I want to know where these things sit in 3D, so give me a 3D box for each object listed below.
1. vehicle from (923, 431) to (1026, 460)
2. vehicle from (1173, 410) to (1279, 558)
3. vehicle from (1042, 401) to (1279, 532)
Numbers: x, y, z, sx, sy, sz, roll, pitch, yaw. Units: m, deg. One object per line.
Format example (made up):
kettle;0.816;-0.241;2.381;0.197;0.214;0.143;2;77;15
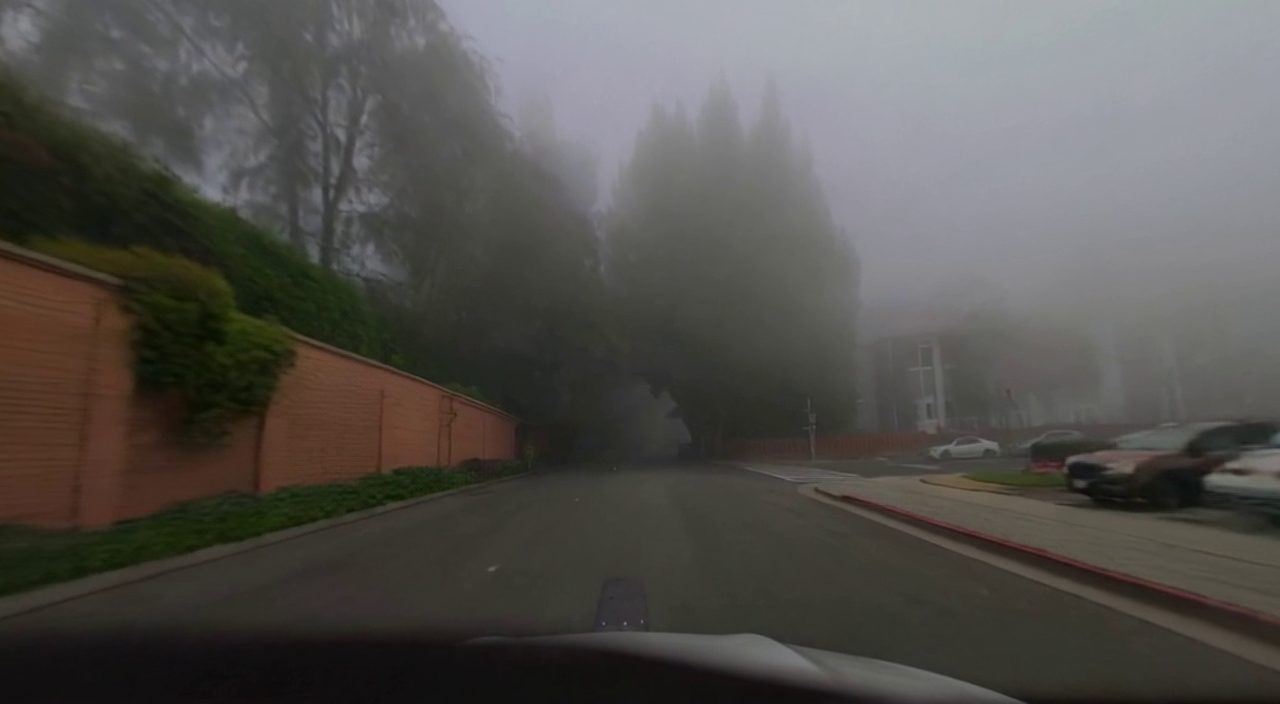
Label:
vehicle;19.031;5.360;35.966;4.697;1.502;2.124;1;-9;-4
vehicle;9.986;1.605;7.712;4.809;1.741;2.351;0;-9;-3
vehicle;9.679;1.824;10.072;5.105;1.858;1.945;0;-11;-1
